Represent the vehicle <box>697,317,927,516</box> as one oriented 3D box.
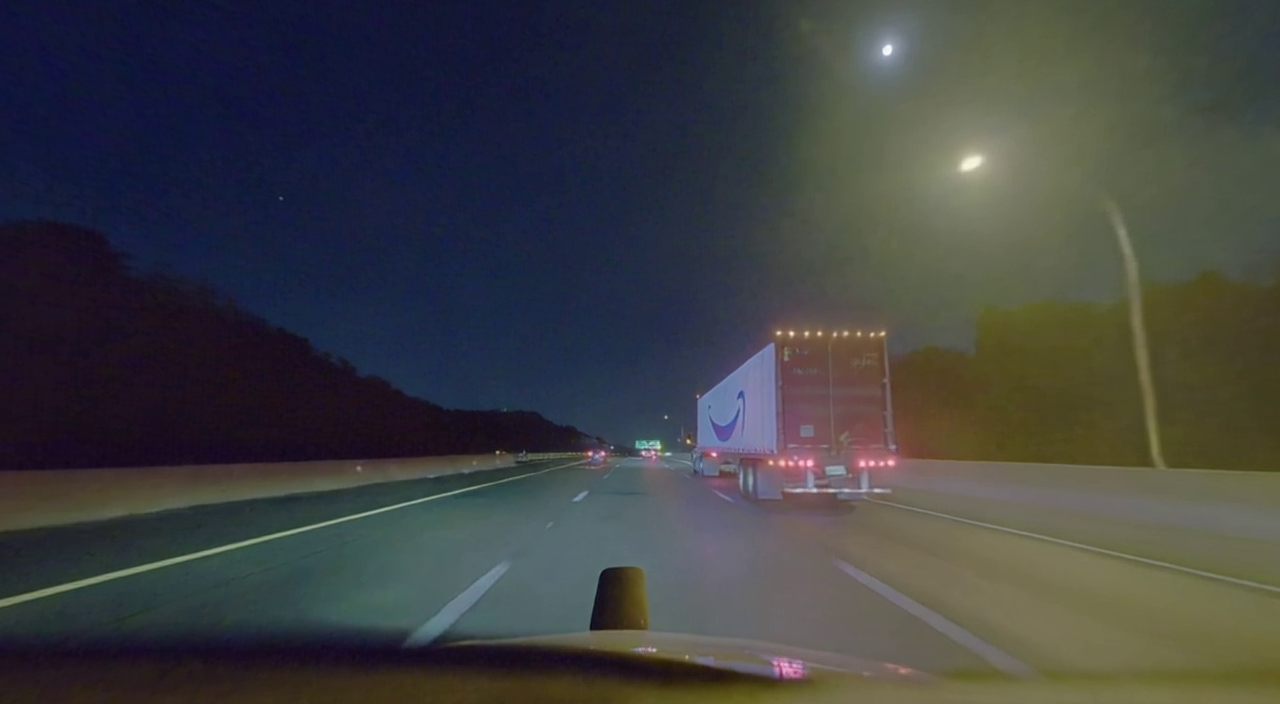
[{"bbox_3d":[4.207,2.534,21.230,2.928,4.021,17.190,0,-9,0],"label":"vehicle"}]
